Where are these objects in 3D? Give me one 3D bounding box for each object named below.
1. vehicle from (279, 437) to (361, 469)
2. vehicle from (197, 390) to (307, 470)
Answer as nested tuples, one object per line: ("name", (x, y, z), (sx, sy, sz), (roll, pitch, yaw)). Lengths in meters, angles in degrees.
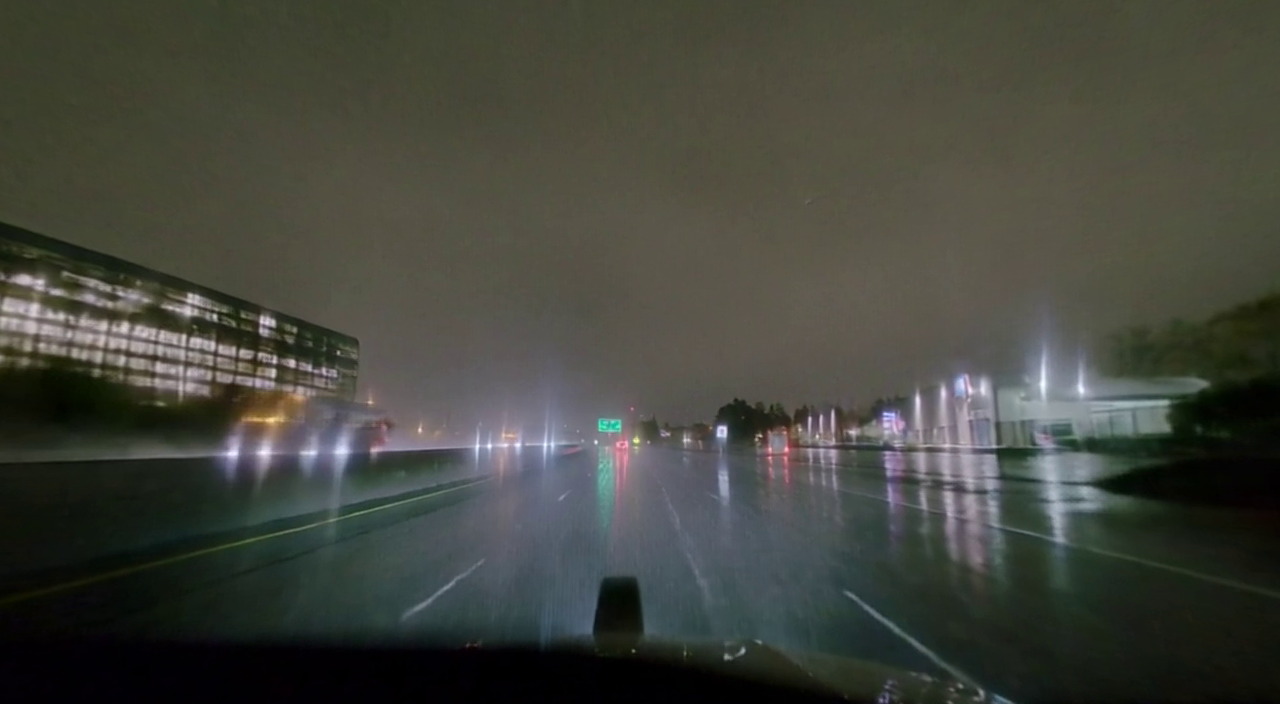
("vehicle", (-16.576, 5.275, 32.761), (1.906, 1.506, 4.562), (0, -9, 0))
("vehicle", (-20.950, 4.280, 34.163), (3.198, 4.081, 3.981), (0, -9, 0))
